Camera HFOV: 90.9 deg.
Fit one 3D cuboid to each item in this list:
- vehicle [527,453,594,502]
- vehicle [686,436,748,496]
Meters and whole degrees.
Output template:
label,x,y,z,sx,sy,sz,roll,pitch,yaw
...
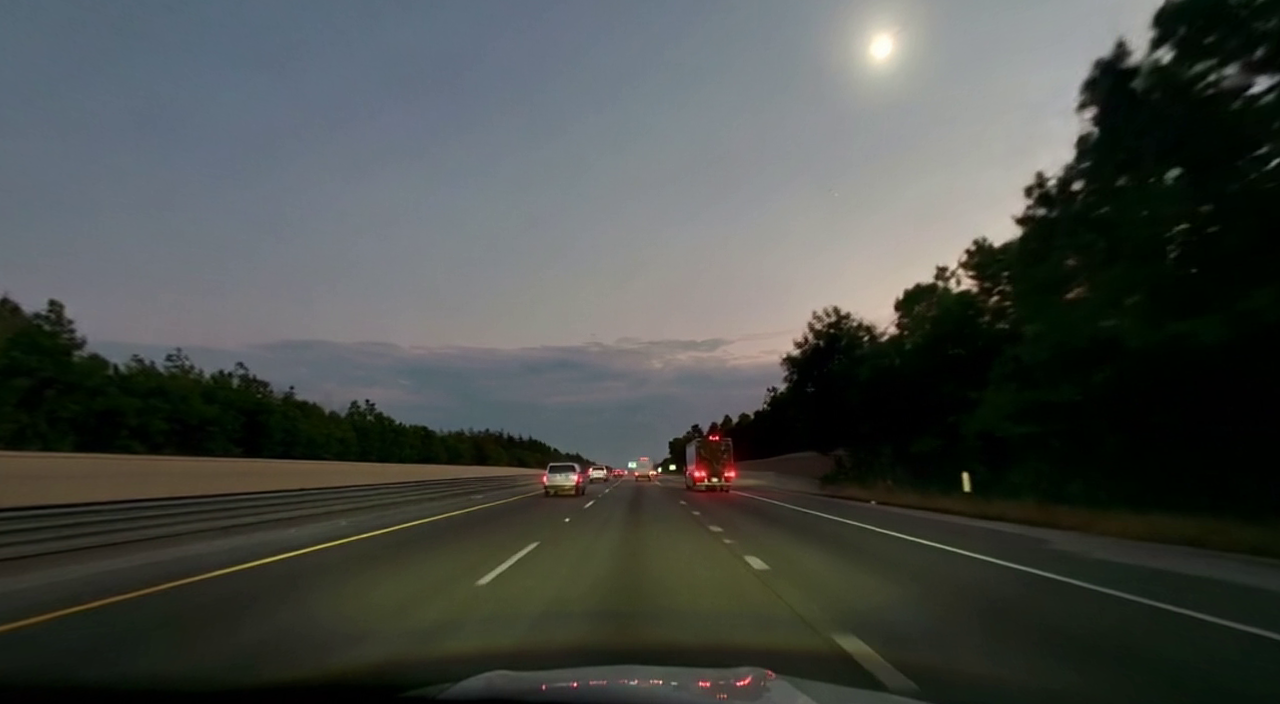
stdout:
label,x,y,z,sx,sy,sz,roll,pitch,yaw
vehicle,-3.293,5.350,27.041,2.204,1.852,4.661,1,-10,1
vehicle,4.085,6.246,34.517,2.703,2.988,5.097,1,-10,0
